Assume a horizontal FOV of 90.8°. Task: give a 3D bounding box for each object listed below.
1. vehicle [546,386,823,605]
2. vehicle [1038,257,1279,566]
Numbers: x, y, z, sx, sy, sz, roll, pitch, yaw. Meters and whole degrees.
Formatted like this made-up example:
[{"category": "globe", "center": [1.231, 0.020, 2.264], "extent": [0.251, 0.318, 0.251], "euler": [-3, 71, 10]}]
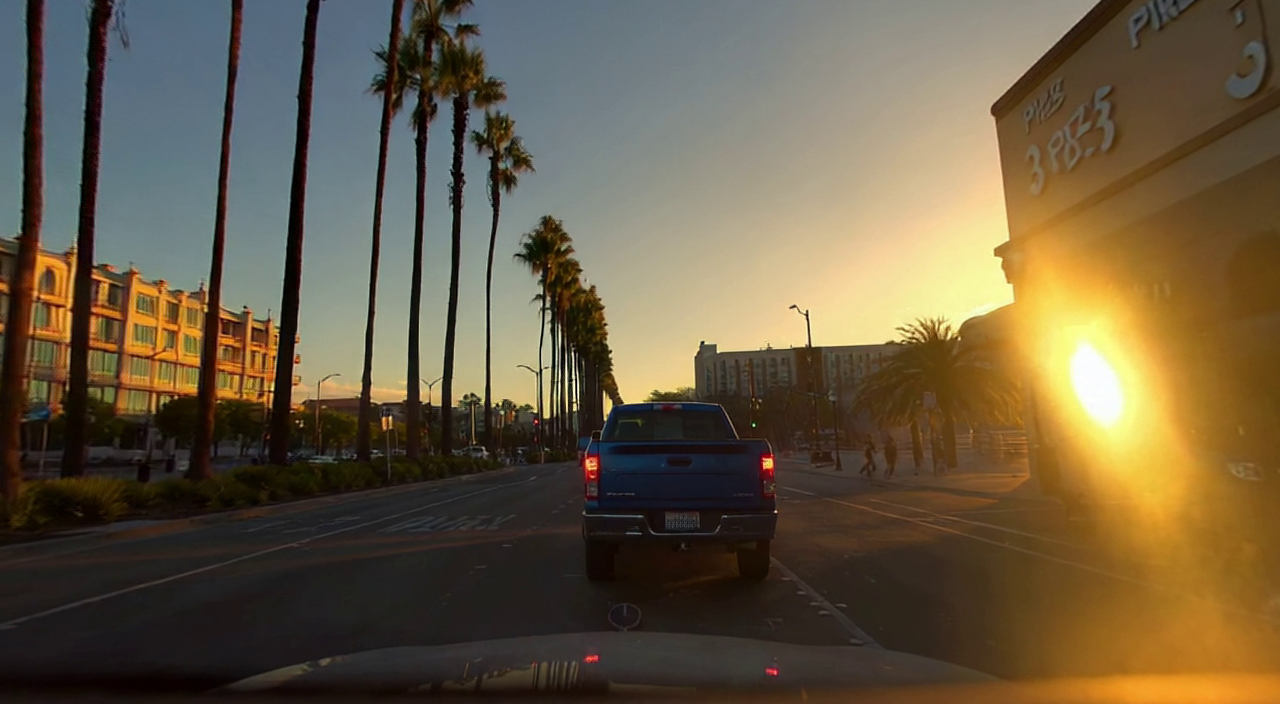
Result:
[{"category": "vehicle", "center": [0.405, 1.591, 7.989], "extent": [2.311, 1.819, 5.255], "euler": [0, -8, 1]}, {"category": "vehicle", "center": [7.896, 0.835, 8.560], "extent": [2.666, 3.345, 3.622], "euler": [-2, -9, 6]}]
